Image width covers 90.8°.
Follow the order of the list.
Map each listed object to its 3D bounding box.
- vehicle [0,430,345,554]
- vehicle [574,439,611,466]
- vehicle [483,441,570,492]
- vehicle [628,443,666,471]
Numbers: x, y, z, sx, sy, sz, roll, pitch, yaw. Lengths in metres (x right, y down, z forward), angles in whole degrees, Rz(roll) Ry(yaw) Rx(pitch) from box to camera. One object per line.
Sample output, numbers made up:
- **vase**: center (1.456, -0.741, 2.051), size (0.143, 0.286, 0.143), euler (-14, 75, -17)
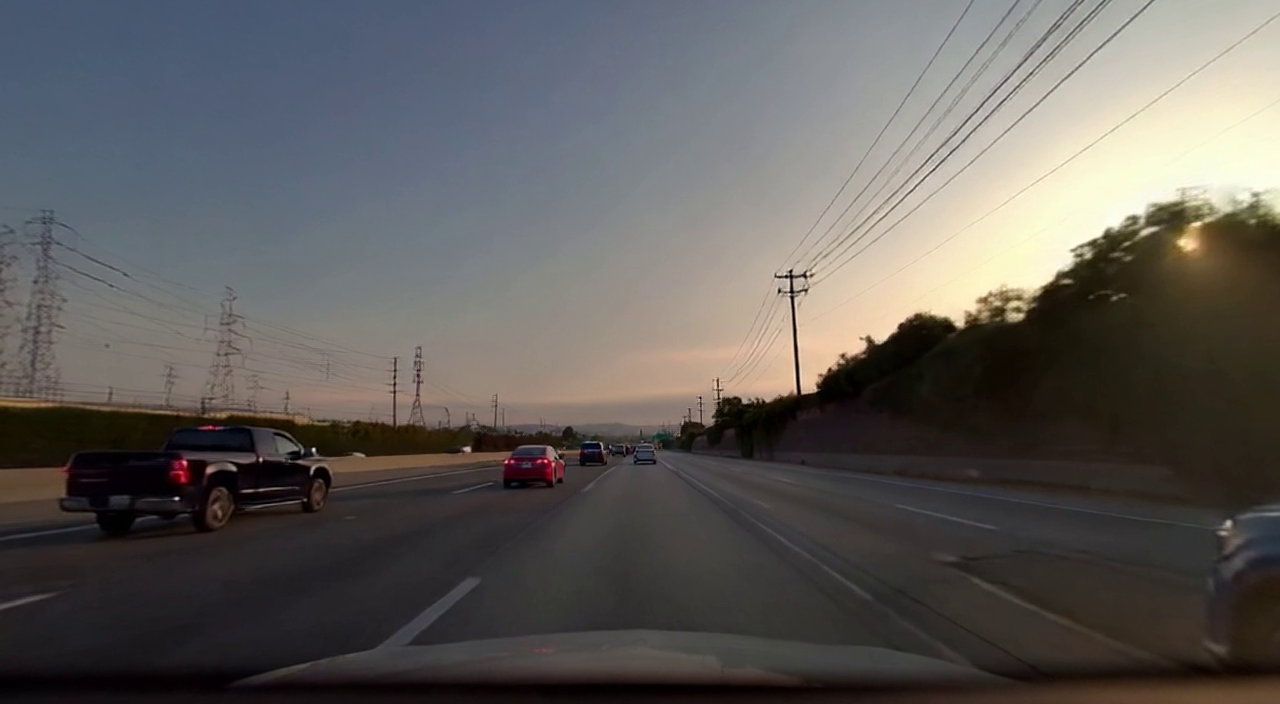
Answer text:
- **vehicle**: center (-6.864, 2.068, 10.135), size (1.959, 1.496, 4.740), euler (0, -8, 0)
- **vehicle**: center (-3.249, 6.988, 44.054), size (2.244, 1.752, 4.439), euler (0, -8, 1)
- **vehicle**: center (-3.488, 3.603, 20.218), size (1.938, 1.444, 4.206), euler (0, -8, 1)
- **vehicle**: center (0.386, 5.862, 35.367), size (2.030, 1.471, 4.115), euler (0, -8, 1)
